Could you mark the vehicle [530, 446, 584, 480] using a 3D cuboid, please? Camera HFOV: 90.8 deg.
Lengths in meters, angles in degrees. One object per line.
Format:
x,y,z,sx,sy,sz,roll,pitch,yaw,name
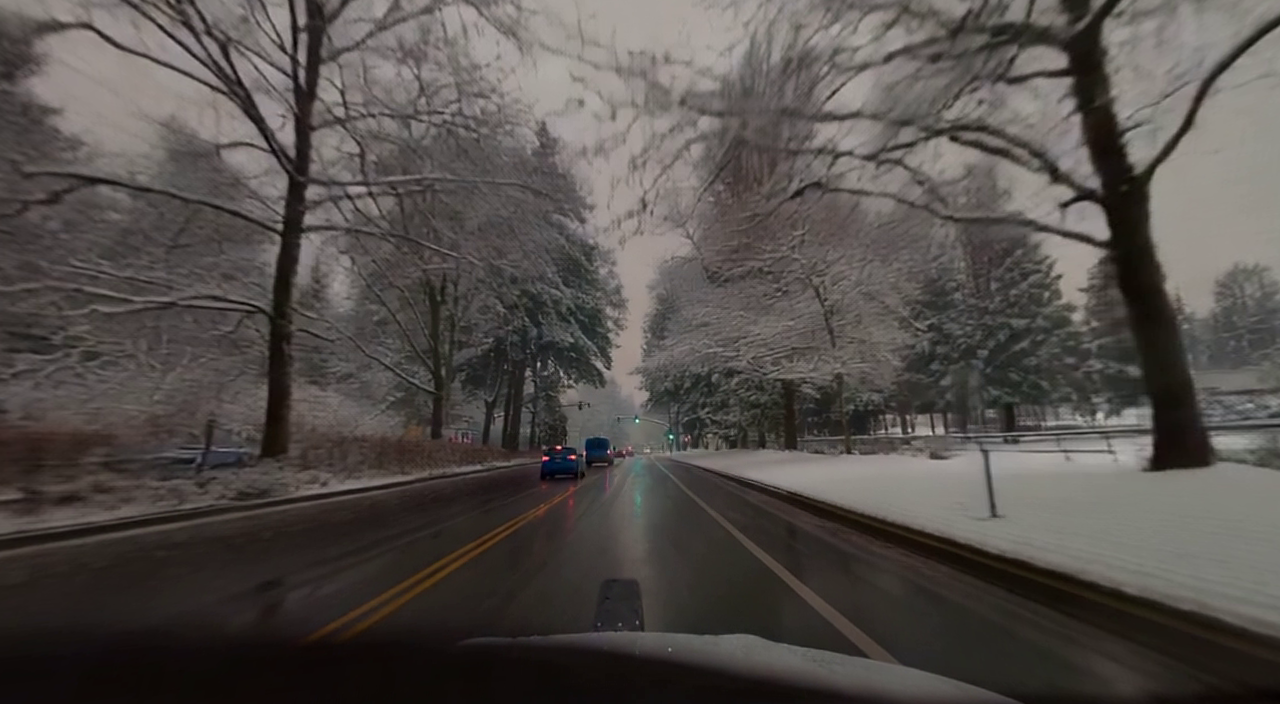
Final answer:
-3.894,5.292,30.264,2.009,1.473,4.028,0,-9,0,vehicle
